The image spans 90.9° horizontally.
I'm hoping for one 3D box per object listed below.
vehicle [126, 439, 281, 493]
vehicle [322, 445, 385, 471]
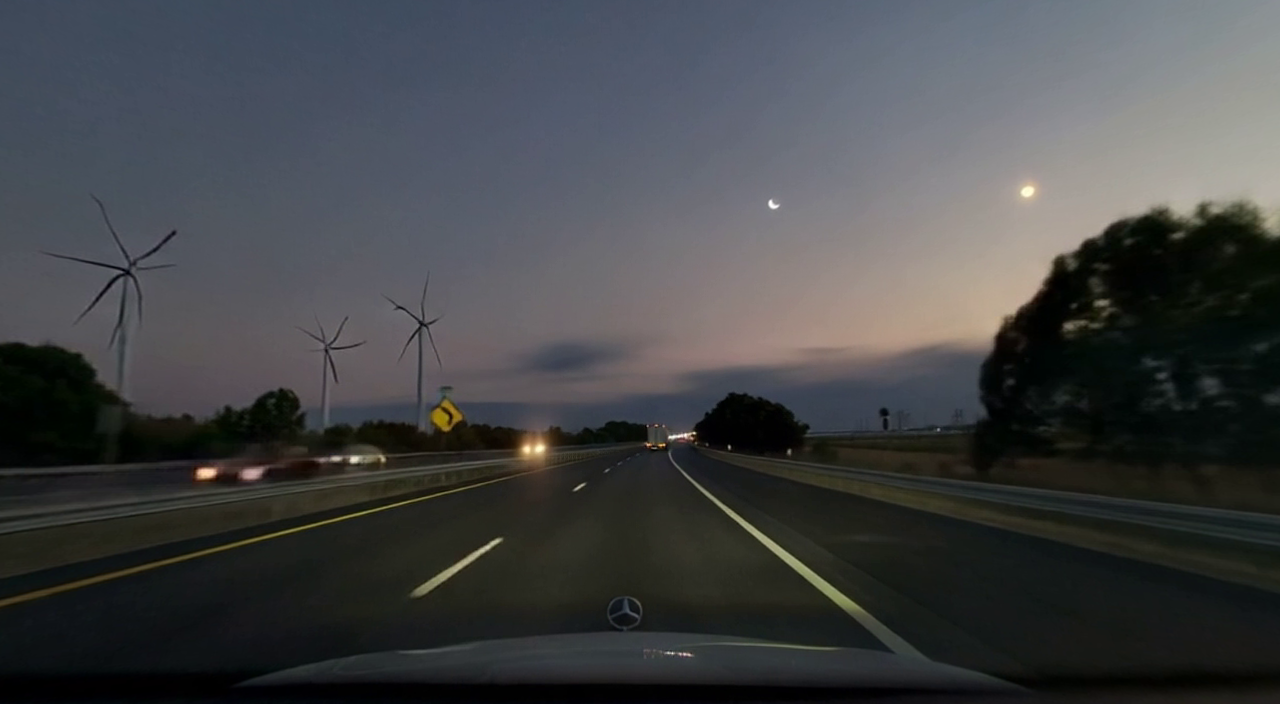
[{"bbox_3d":[-12.928,3.380,18.986,1.903,1.442,3.765,0,-9,1],"label":"vehicle"},{"bbox_3d":[-16.566,6.126,36.603,1.773,1.440,3.723,0,-9,2],"label":"vehicle"}]
